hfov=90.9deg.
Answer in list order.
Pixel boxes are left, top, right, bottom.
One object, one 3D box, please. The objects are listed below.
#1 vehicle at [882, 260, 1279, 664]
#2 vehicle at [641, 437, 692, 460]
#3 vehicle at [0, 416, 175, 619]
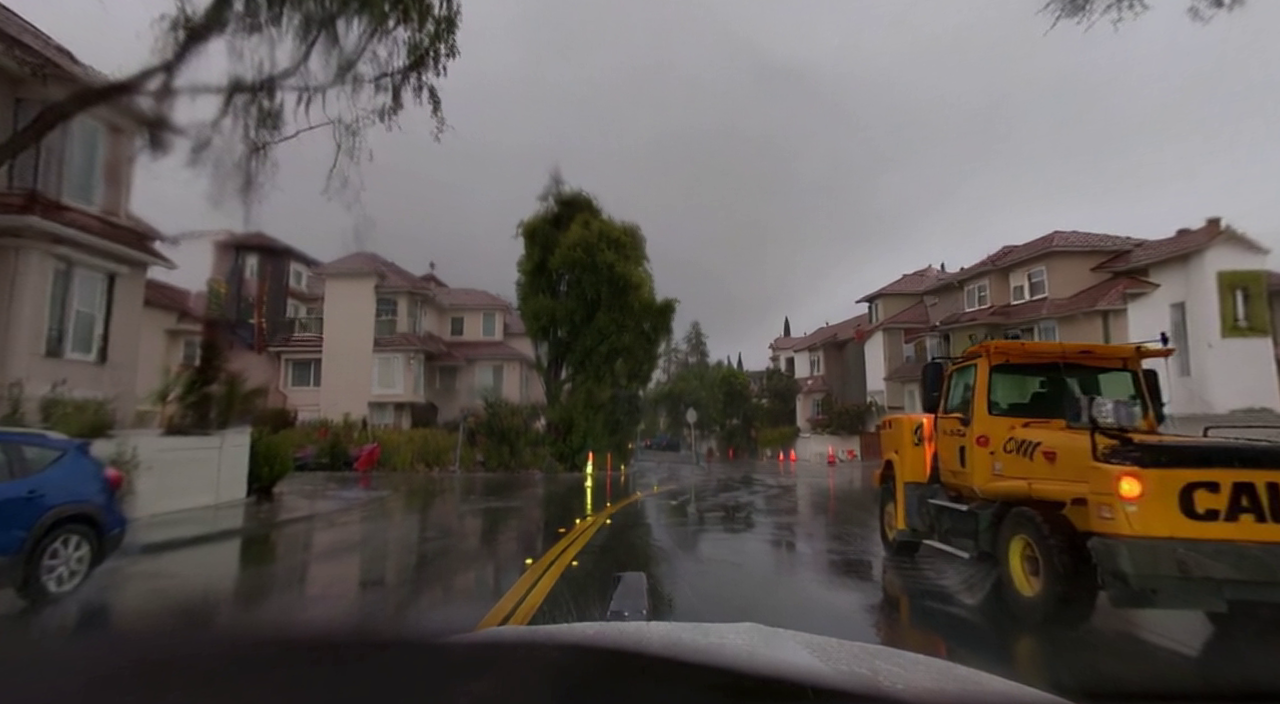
[{"bbox_3d":[4.349,0.927,5.938,2.501,2.613,3.505,0,-9,-4],"label":"vehicle"},{"bbox_3d":[1.932,7.192,47.002,3.629,1.578,1.802,0,-8,-1],"label":"vehicle"},{"bbox_3d":[-6.714,1.386,5.065,2.220,1.765,4.799,0,-8,1],"label":"vehicle"}]
